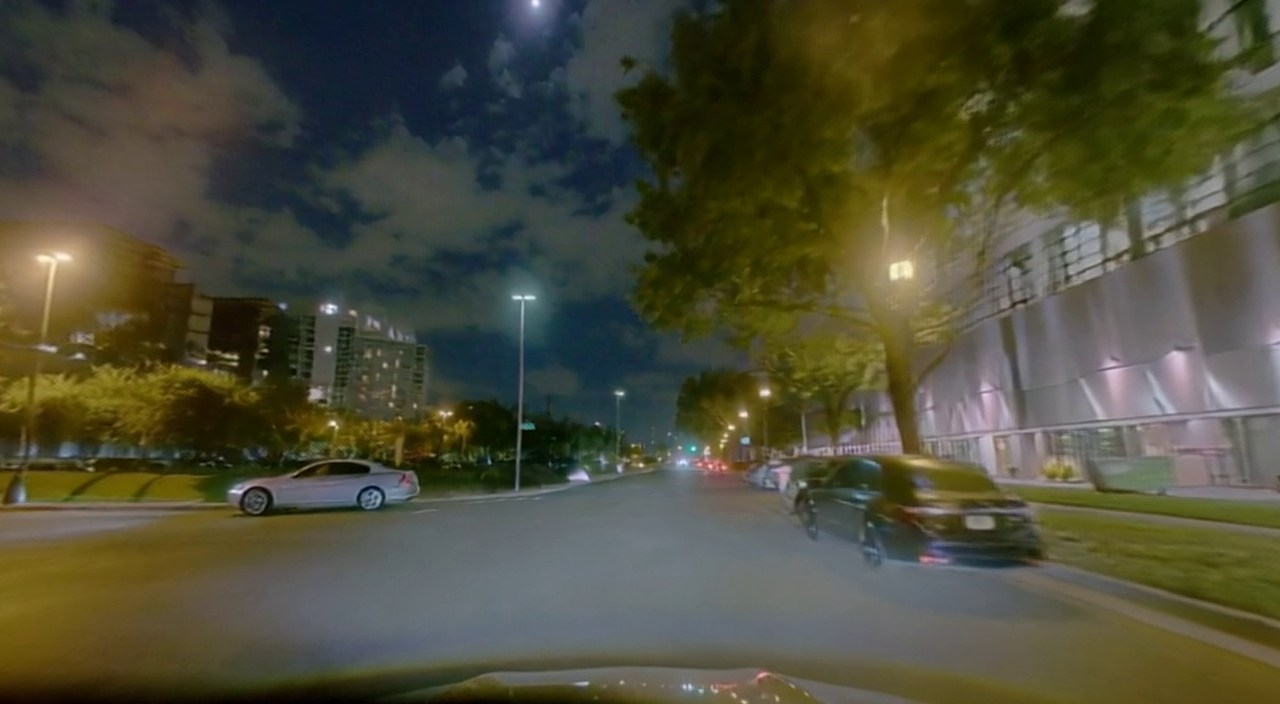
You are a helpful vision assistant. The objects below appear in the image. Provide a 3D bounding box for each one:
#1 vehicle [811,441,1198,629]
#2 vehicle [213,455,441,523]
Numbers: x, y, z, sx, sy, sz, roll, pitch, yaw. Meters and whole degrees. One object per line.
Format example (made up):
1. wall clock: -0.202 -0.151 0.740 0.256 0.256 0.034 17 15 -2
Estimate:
1. vehicle: 3.412 1.789 7.002 2.073 1.434 3.899 0 -10 3
2. vehicle: -7.716 3.348 15.764 4.770 1.448 1.983 7 -12 -34
